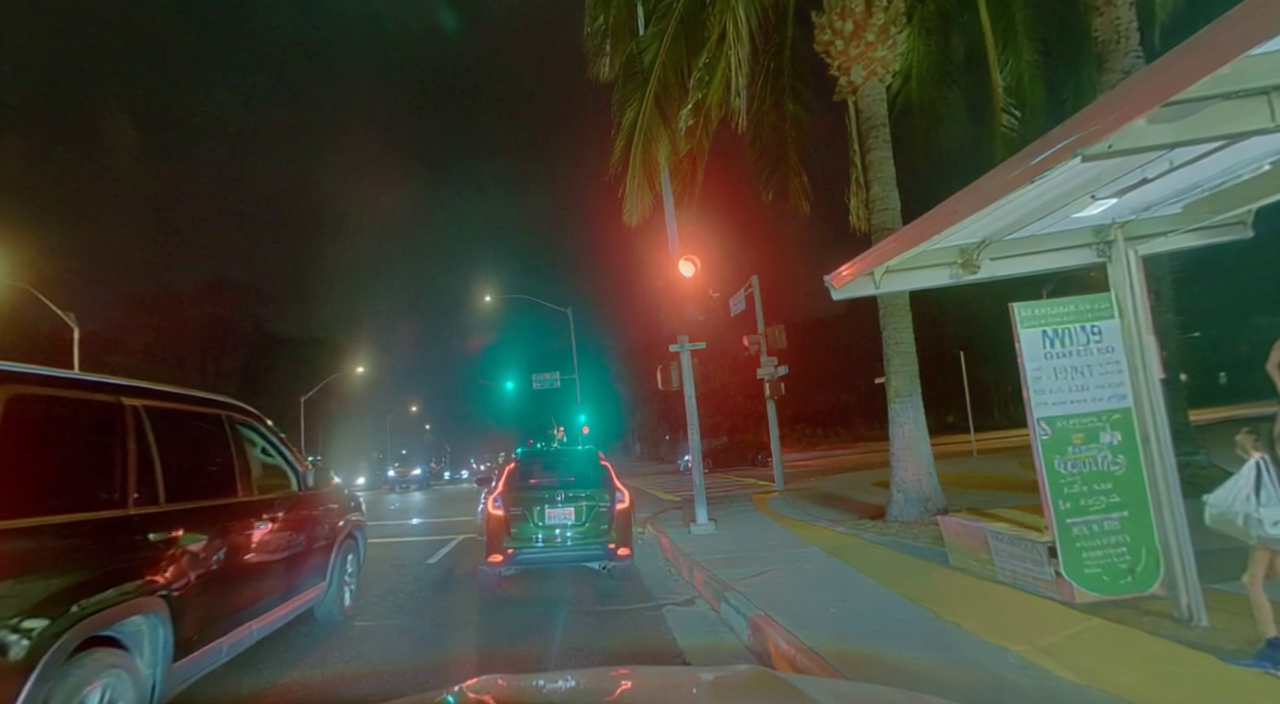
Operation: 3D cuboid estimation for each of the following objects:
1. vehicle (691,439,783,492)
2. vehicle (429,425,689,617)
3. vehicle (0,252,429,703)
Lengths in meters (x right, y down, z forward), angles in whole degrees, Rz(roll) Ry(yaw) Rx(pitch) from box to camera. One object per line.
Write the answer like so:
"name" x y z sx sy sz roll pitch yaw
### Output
"vehicle" 4.899 5.756 32.205 3.986 1.636 1.903 10 5 -9
"vehicle" -1.004 1.653 7.240 2.065 1.467 4.289 1 -9 -11
"vehicle" -2.816 0.972 3.667 2.098 1.851 4.571 1 -9 -7
